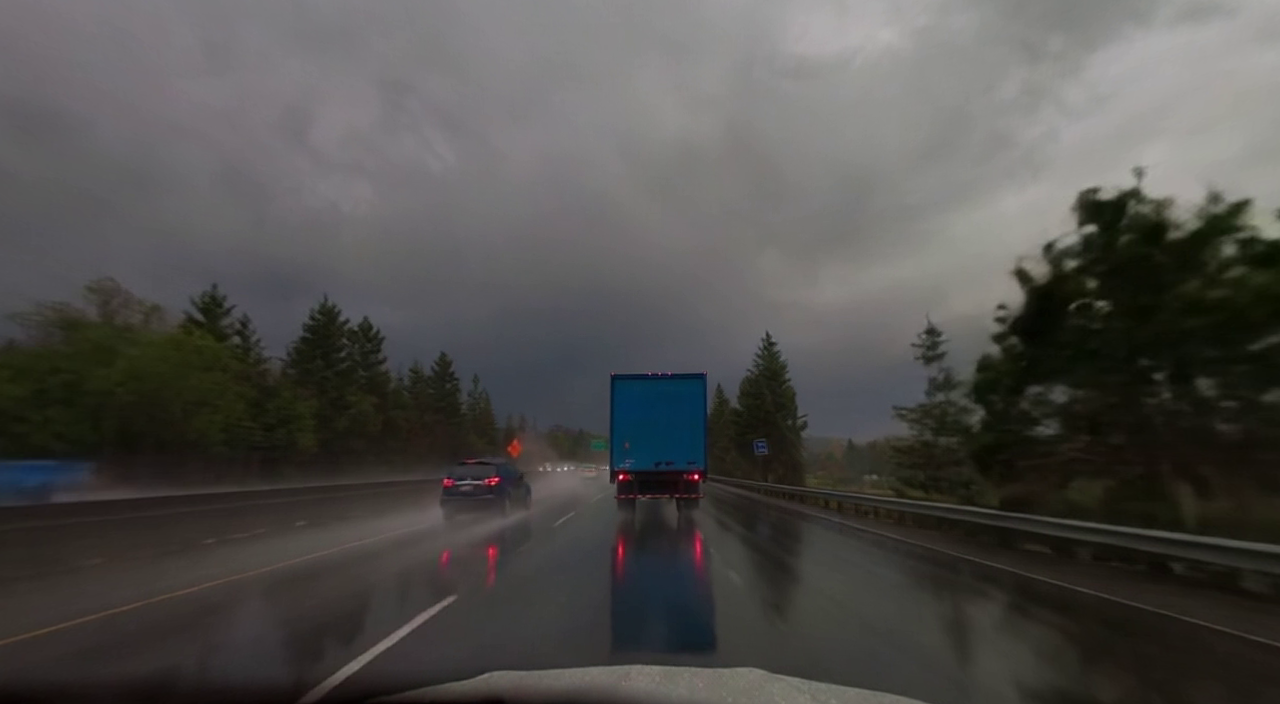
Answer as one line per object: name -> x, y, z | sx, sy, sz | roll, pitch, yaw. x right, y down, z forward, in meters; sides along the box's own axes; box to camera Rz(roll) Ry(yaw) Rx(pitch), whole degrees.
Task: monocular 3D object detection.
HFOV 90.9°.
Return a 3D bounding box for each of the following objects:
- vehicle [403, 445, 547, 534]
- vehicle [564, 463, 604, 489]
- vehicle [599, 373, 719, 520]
vehicle -> -3.582, 3.123, 14.681 | 2.076, 1.691, 4.555 | 1, -10, 0
vehicle -> -3.507, 7.900, 40.372 | 2.079, 1.506, 4.821 | 0, -10, 1
vehicle -> 0.436, 3.246, 20.765 | 3.008, 3.678, 9.512 | 1, -10, -1
